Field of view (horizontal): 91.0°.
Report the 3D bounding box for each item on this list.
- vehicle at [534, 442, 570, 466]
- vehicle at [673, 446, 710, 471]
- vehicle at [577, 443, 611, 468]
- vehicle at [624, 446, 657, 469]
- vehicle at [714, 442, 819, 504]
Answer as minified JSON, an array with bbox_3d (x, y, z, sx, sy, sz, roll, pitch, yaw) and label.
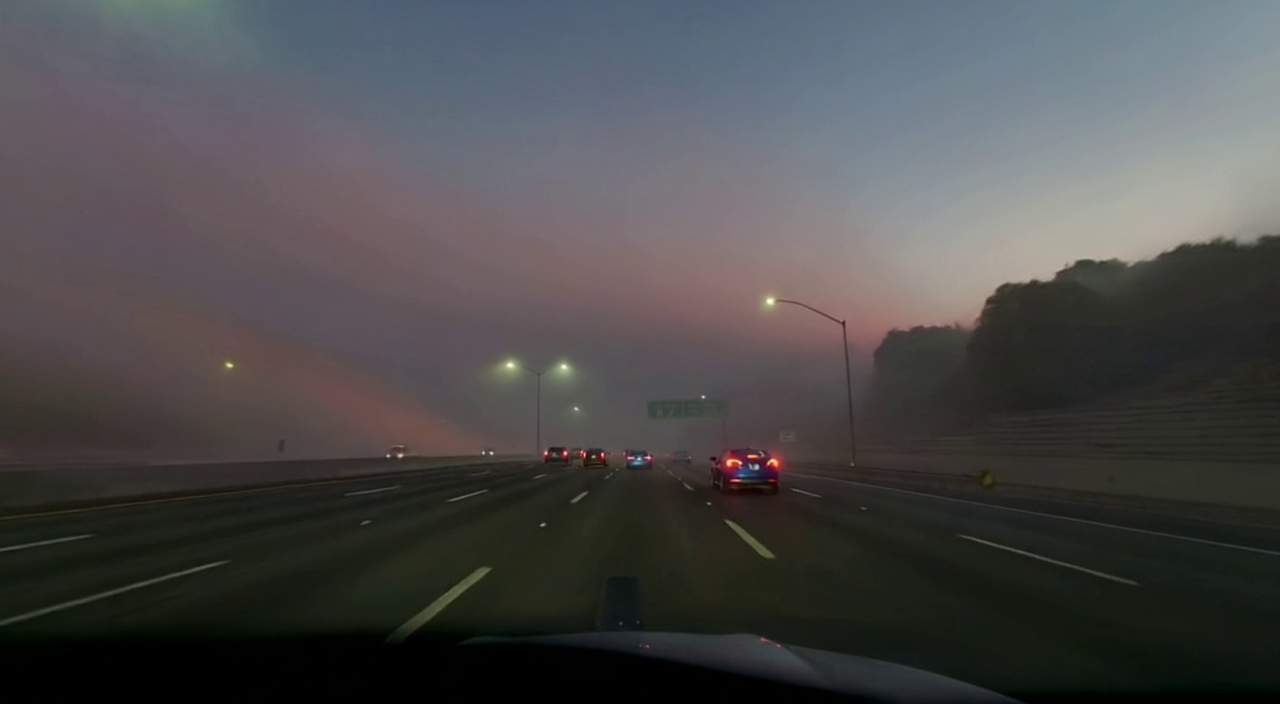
[{"bbox_3d":[-6.699,7.794,48.260,2.112,1.721,4.381,0,-9,1],"label":"vehicle"},{"bbox_3d":[3.362,7.003,41.505,2.036,1.517,4.256,0,-9,-1],"label":"vehicle"},{"bbox_3d":[-3.176,7.261,44.338,2.091,1.664,4.157,0,-9,0],"label":"vehicle"},{"bbox_3d":[0.048,7.144,42.886,2.166,1.496,4.158,0,-9,0],"label":"vehicle"},{"bbox_3d":[3.462,3.413,18.264,2.077,1.527,4.553,0,-9,0],"label":"vehicle"}]
